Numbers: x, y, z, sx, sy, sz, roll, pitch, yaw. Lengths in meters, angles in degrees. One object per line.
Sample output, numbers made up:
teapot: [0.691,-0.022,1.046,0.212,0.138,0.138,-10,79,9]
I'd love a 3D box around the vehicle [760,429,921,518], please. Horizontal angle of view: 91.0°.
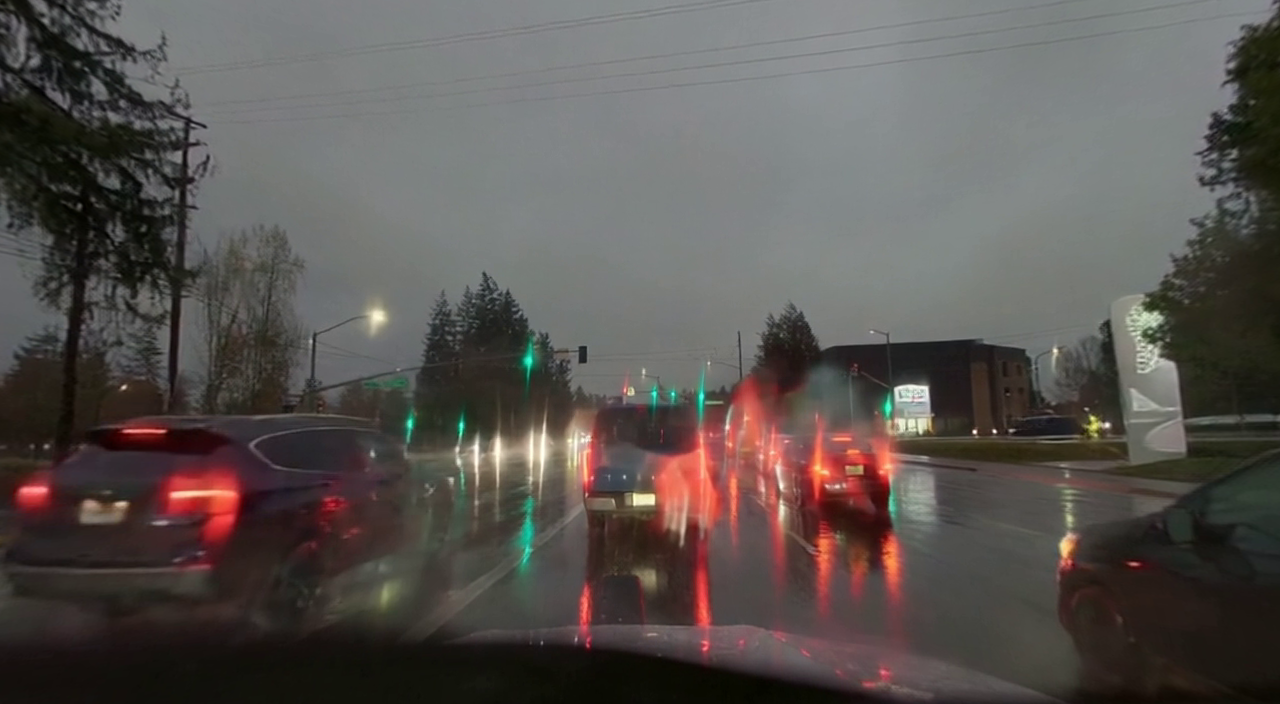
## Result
vehicle: [3.703,2.324,12.463,1.862,1.451,4.083,0,-9,1]

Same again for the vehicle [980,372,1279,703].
vehicle: [3.218,0.789,1.890,2.109,1.500,4.585,-1,-9,5]

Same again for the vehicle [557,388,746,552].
vehicle: [0.222,1.718,9.645,2.188,1.892,4.488,0,-9,2]

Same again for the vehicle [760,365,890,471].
vehicle: [7.684,3.102,27.780,2.965,3.900,9.064,0,-9,0]

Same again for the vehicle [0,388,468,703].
vehicle: [-3.015,1.233,4.872,2.010,1.515,4.152,0,-9,3]
